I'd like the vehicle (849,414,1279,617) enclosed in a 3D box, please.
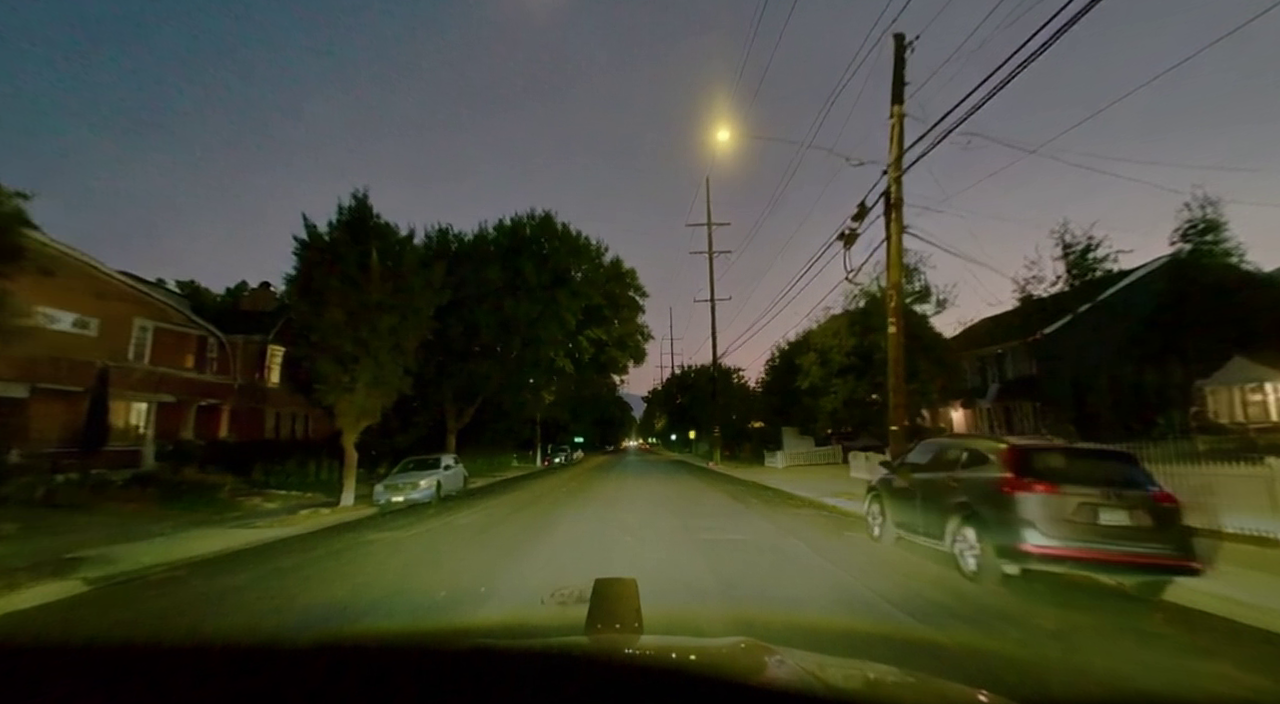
[{"bbox_3d":[4.075,1.567,6.962,2.020,1.558,3.925,1,-9,-3],"label":"vehicle"}]

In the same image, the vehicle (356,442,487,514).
[{"bbox_3d":[-5.962,3.441,17.985,1.954,1.551,5.128,-3,-7,0],"label":"vehicle"}]
